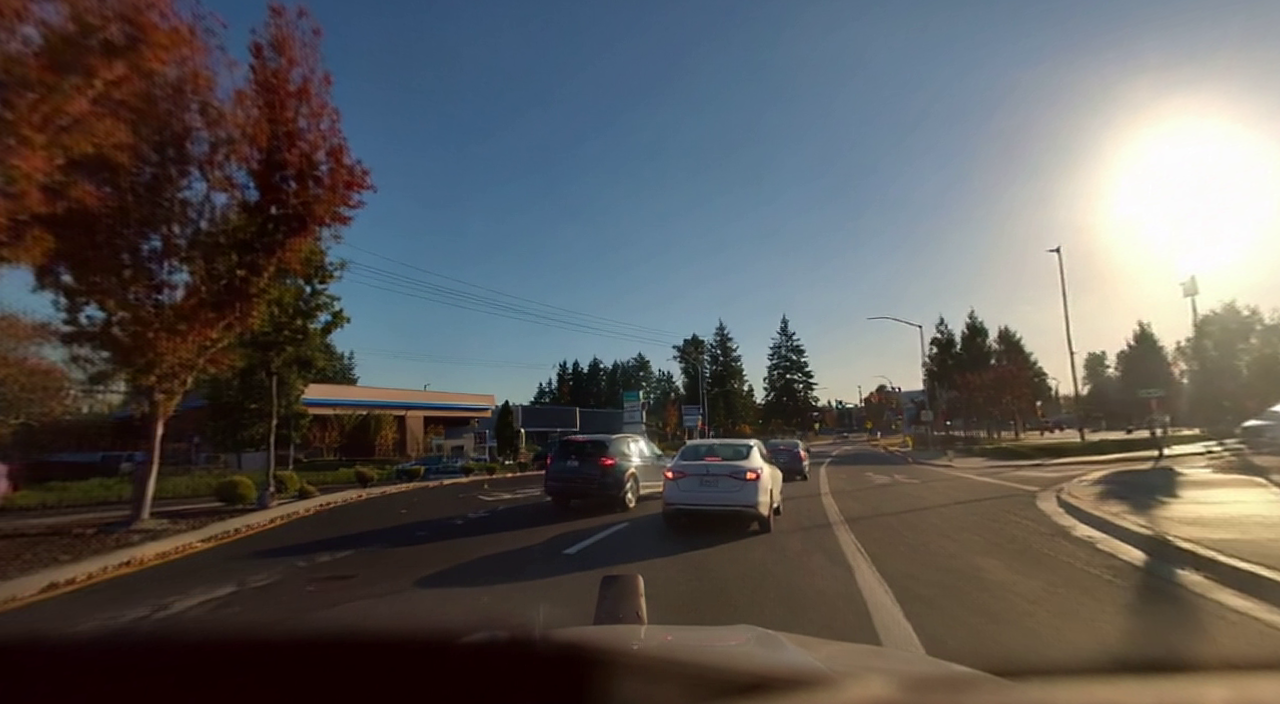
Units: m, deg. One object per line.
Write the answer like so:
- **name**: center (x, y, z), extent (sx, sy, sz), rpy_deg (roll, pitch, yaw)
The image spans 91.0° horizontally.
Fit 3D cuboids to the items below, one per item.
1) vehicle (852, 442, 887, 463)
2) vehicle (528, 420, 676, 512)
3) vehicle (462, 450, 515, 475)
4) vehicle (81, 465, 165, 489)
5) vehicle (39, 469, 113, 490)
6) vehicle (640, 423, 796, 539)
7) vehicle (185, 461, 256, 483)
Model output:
- **vehicle**: center (17.326, 7.590, 47.595), extent (1.916, 1.462, 4.487), rpy_deg (-2, -9, 13)
- **vehicle**: center (-0.656, 2.602, 14.813), extent (2.102, 1.774, 4.662), rpy_deg (-2, -9, 15)
- **vehicle**: center (-11.124, 8.146, 46.509), extent (1.926, 1.693, 4.445), rpy_deg (-2, -9, 14)
- **vehicle**: center (-34.260, 8.258, 41.738), extent (4.384, 1.490, 2.031), rpy_deg (-2, -9, 15)
- **vehicle**: center (-41.771, 9.427, 46.686), extent (1.603, 1.398, 3.616), rpy_deg (-6, -10, 27)
- **vehicle**: center (1.532, 2.098, 10.894), extent (2.060, 1.580, 3.980), rpy_deg (-2, -9, 16)
- **vehicle**: center (-31.807, 9.057, 47.697), extent (4.507, 1.533, 1.999), rpy_deg (-3, -9, 19)
